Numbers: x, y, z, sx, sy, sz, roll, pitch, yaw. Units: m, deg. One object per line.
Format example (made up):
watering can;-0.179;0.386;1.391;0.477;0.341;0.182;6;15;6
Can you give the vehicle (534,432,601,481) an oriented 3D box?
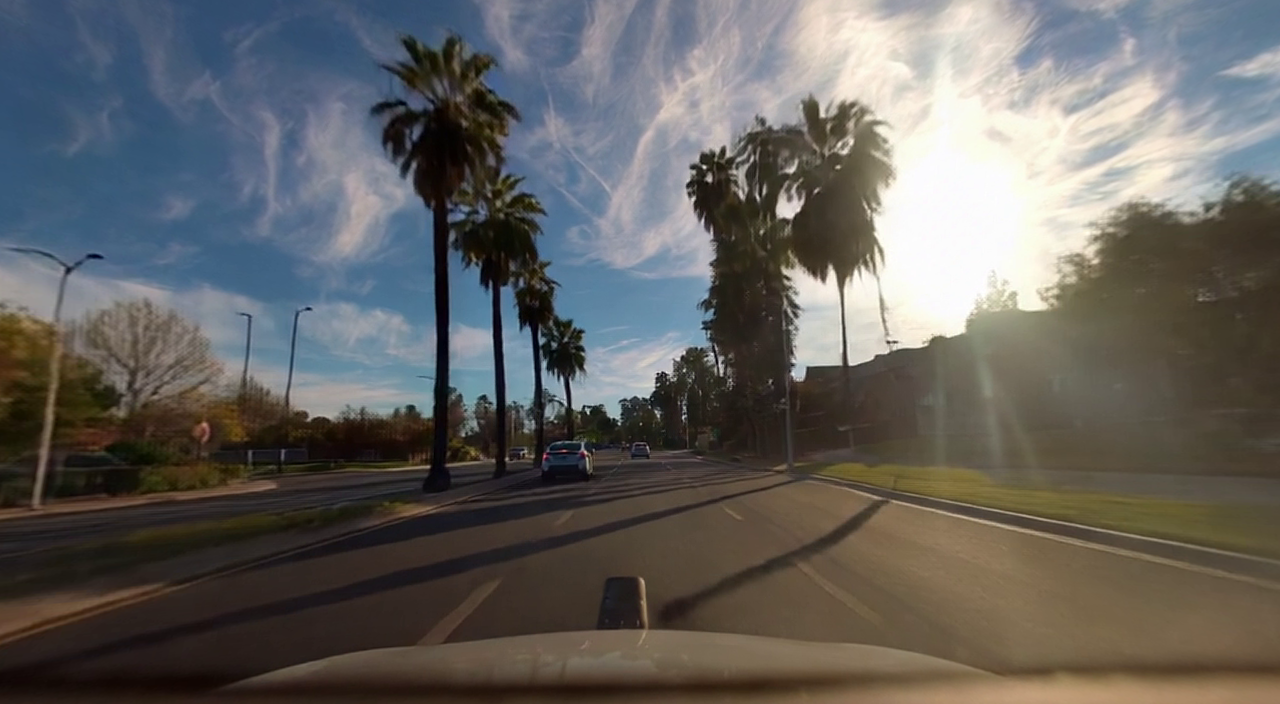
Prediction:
vehicle;-3.158;4.768;28.908;2.370;1.968;5.698;0;-9;0
